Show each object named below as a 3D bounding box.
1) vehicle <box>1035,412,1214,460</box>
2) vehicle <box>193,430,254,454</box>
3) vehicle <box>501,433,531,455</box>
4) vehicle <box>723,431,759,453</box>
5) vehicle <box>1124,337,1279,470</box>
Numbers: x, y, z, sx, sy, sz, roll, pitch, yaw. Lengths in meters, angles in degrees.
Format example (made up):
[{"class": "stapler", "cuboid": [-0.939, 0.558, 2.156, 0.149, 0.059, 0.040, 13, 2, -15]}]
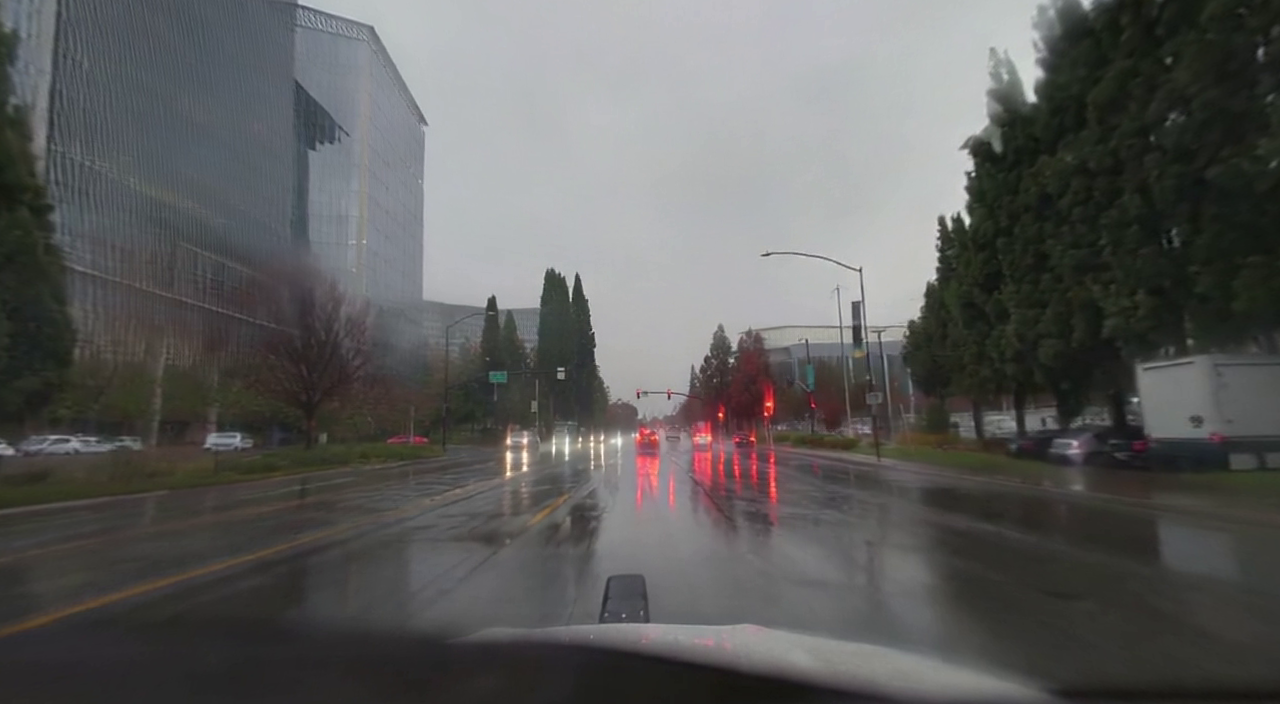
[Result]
[{"class": "vehicle", "cuboid": [18.262, 3.203, 23.899, 4.927, 1.679, 2.198, -1, -7, 2]}, {"class": "vehicle", "cuboid": [-31.644, 6.918, 47.818, 1.871, 1.703, 4.093, -1, -9, -1]}, {"class": "vehicle", "cuboid": [-9.761, 7.225, 49.304, 2.016, 1.677, 4.147, 2, -9, -15]}, {"class": "vehicle", "cuboid": [7.215, 6.524, 45.359, 1.896, 1.463, 4.296, 0, -8, 0]}, {"class": "vehicle", "cuboid": [18.933, 1.468, 17.858, 7.796, 3.467, 2.793, -1, -7, 0]}]
